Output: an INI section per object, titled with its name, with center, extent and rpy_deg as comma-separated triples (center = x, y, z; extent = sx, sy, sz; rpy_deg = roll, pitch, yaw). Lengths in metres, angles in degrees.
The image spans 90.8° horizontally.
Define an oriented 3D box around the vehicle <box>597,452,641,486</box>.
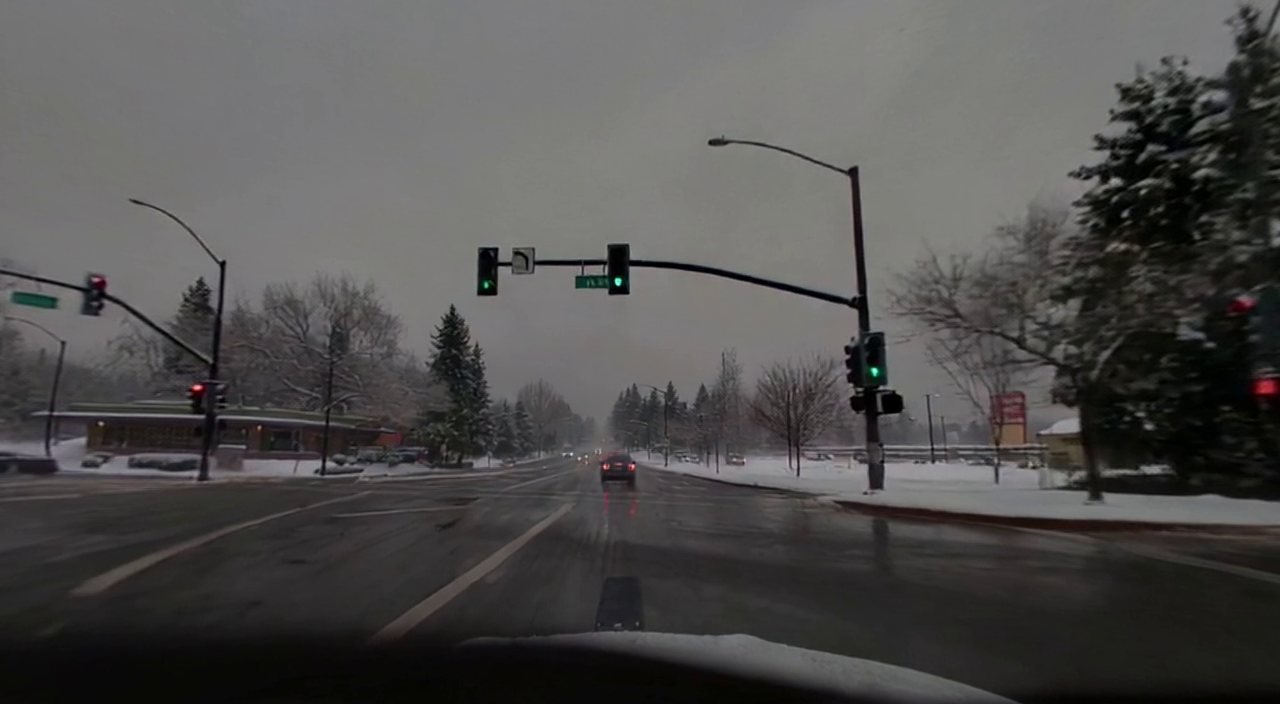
[vehicle]
center = -1.040, 5.420, 29.543
extent = 1.917, 1.418, 3.987
rpy_deg = 0, -9, -3
